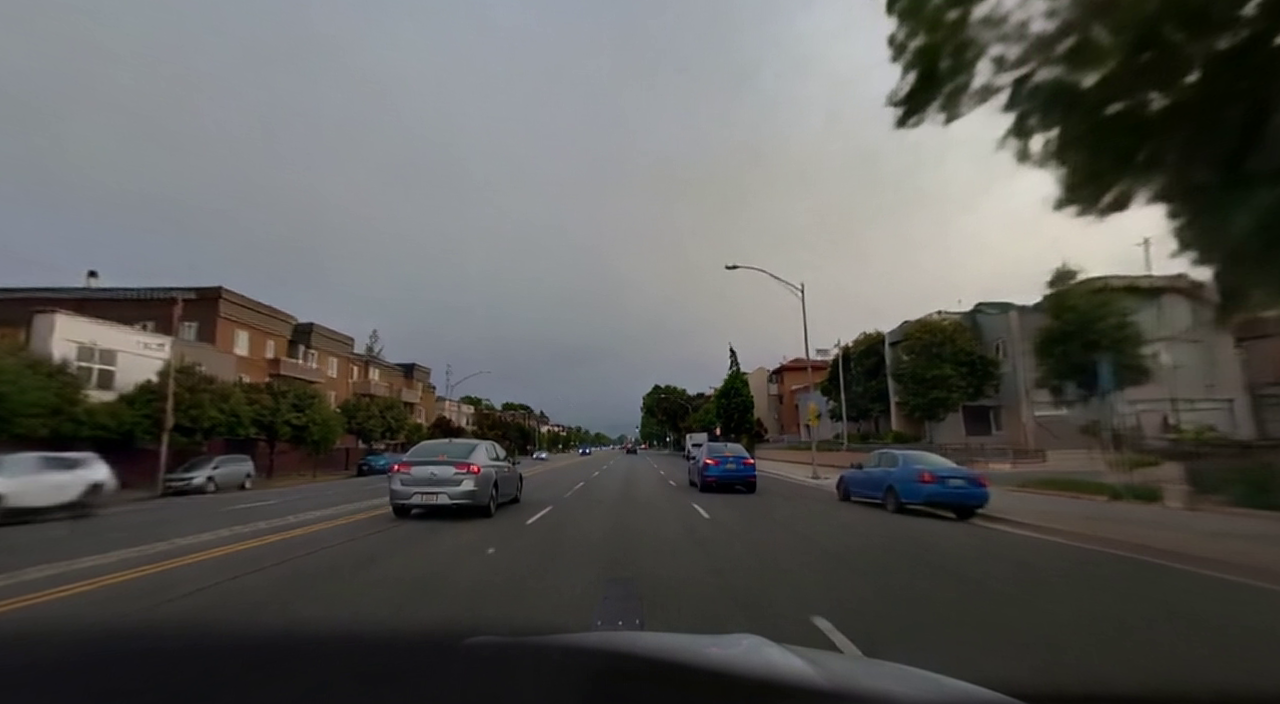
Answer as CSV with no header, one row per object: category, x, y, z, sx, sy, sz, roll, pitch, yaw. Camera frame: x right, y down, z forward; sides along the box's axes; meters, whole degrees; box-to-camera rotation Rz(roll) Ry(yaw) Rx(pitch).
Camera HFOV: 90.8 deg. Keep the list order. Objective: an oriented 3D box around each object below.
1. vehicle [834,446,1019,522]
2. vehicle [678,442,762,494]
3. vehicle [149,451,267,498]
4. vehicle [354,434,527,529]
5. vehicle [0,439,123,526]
vehicle,6.250,2.894,14.568,1.881,1.439,4.725,0,-9,-3
vehicle,2.393,3.627,20.163,1.978,1.471,4.426,0,-9,-2
vehicle,-18.222,5.135,26.968,1.953,1.748,4.440,-2,-9,-1
vehicle,-3.616,2.409,12.350,2.062,1.527,4.044,0,-9,0
vehicle,-14.726,2.921,14.291,2.110,1.838,4.623,0,-9,0
